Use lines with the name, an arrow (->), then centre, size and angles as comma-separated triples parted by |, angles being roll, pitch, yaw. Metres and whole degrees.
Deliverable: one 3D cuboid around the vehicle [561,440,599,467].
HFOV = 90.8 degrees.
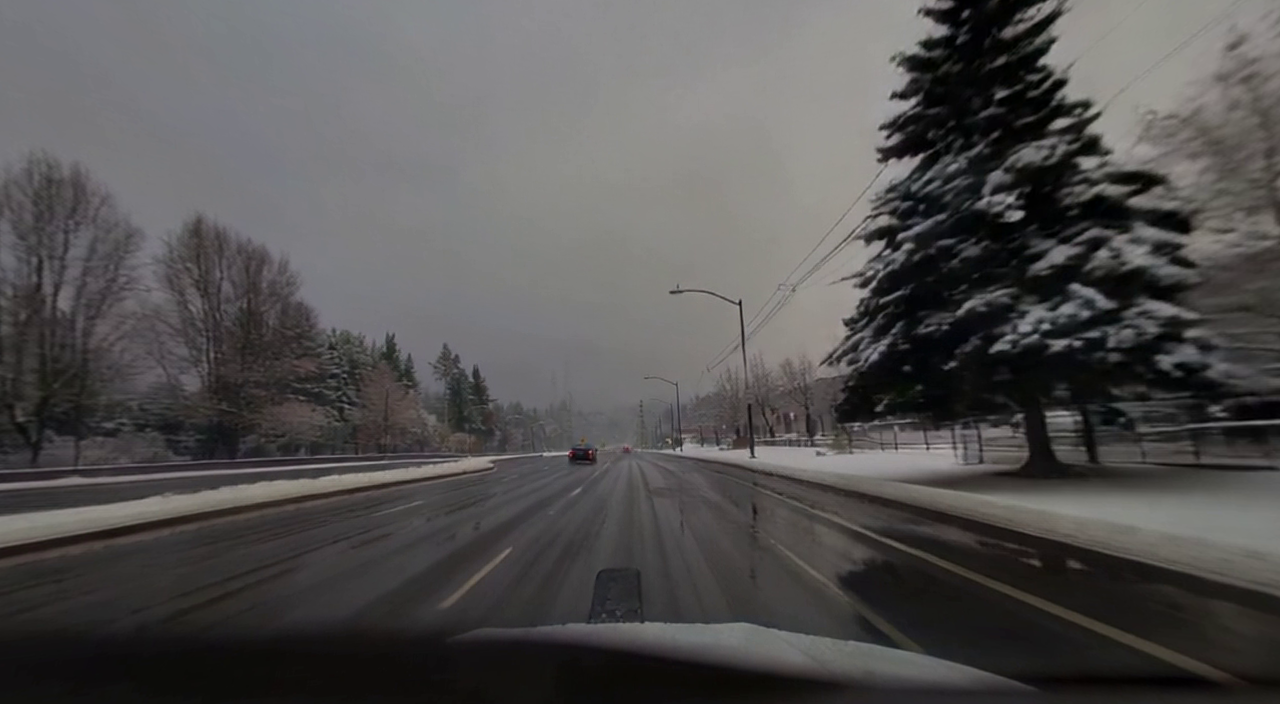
vehicle -> -3.858, 6.577, 41.128 | 2.121, 1.654, 3.993 | 0, -8, -1
